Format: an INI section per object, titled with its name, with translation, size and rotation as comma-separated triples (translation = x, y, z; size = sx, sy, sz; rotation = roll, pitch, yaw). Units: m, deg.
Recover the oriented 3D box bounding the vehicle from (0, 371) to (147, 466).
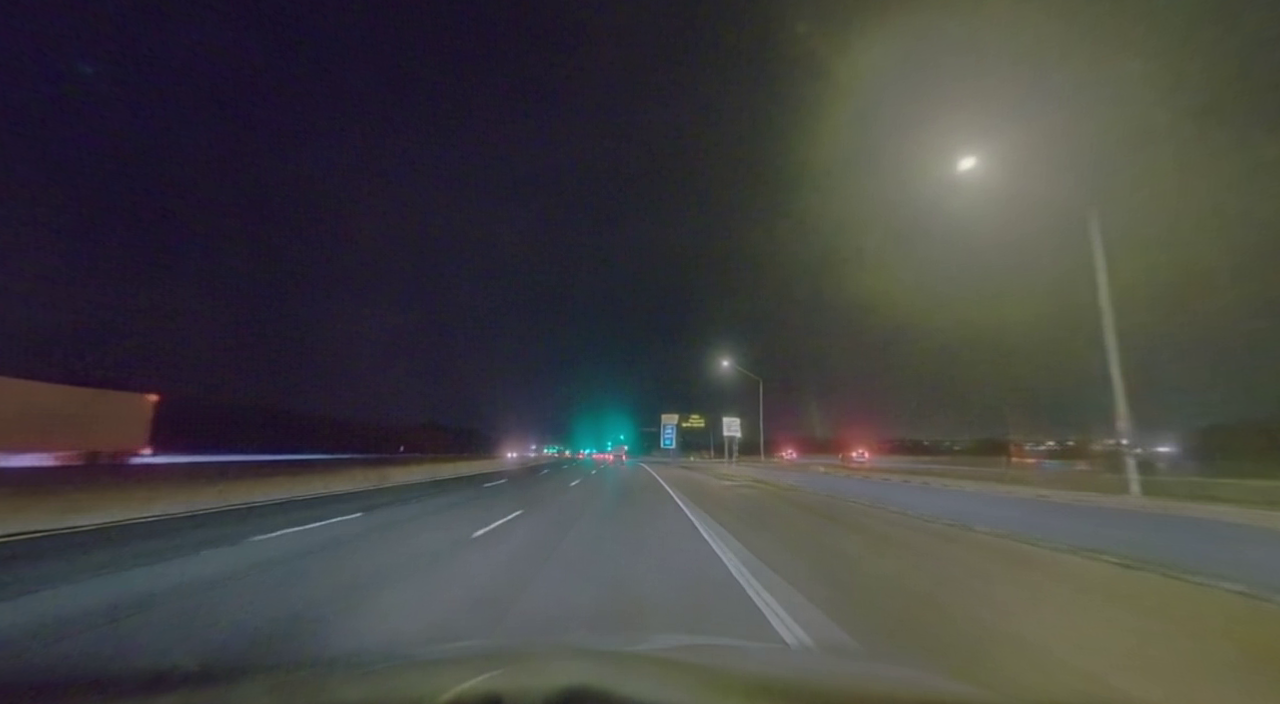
[vehicle]
translation = -28.978, 3.019, 28.079
size = 3.136, 3.996, 13.881
rotation = 0, -9, -2
